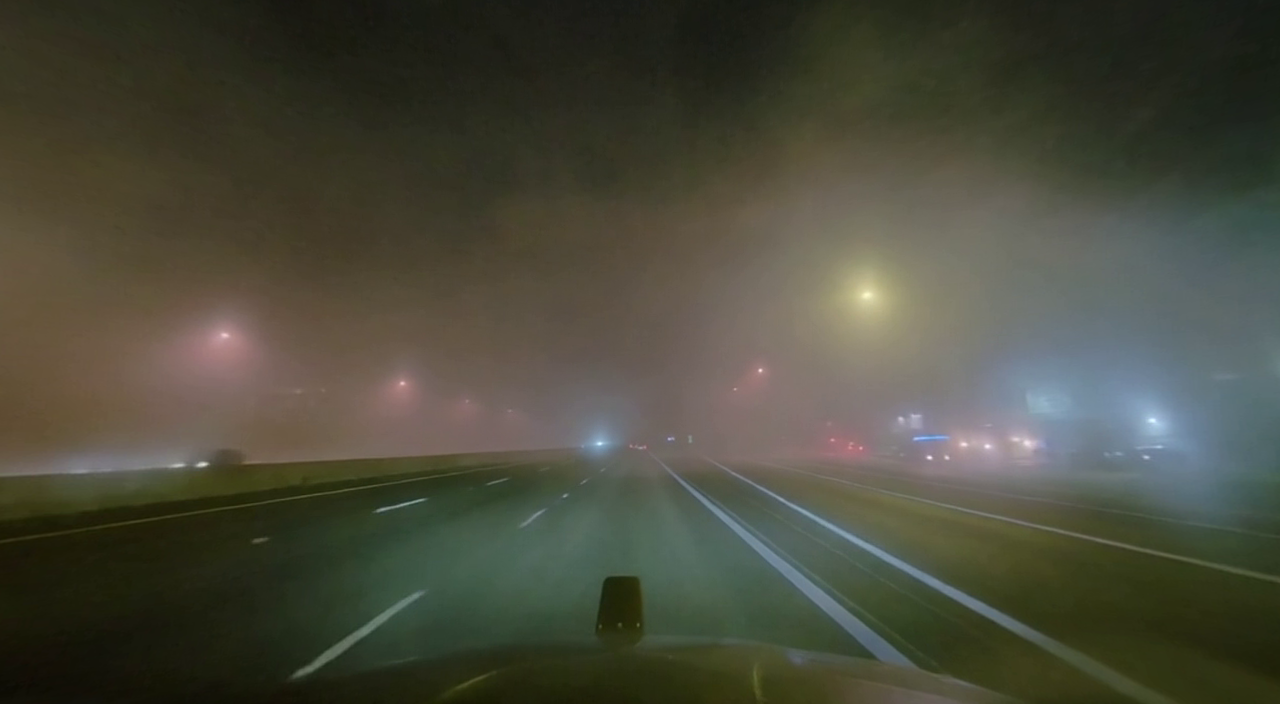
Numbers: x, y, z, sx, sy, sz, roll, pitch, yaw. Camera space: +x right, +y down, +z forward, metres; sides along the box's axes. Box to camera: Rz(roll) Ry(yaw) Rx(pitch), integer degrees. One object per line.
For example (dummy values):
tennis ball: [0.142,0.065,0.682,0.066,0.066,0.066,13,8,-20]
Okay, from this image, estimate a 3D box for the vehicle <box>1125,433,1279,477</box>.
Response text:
vehicle: [32.373,5.907,36.732,2.715,2.214,6.889,-1,-8,-1]

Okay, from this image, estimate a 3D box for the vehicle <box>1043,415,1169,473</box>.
vehicle: [32.271,6.435,44.236,2.959,3.700,7.391,1,-8,-1]

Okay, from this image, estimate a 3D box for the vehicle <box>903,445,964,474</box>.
vehicle: [22.448,8.214,48.608,2.013,1.958,5.318,-1,-8,-1]
